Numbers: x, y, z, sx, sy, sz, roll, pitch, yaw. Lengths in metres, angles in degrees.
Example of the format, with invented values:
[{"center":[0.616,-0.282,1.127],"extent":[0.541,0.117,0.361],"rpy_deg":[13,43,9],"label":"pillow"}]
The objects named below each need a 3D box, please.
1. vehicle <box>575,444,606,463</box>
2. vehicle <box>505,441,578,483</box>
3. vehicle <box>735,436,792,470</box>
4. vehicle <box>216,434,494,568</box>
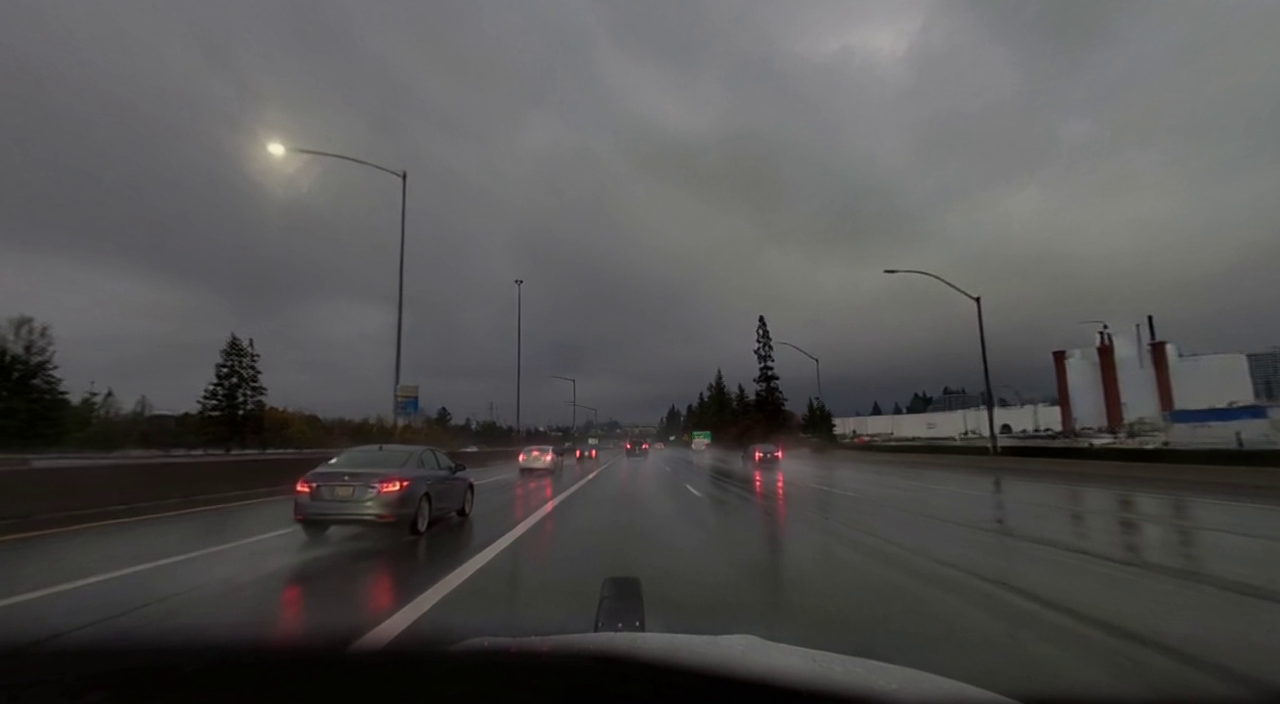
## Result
[{"center":[-3.867,7.985,49.772],"extent":[2.078,1.464,4.093],"rpy_deg":[0,-9,0],"label":"vehicle"},{"center":[-3.719,4.272,24.757],"extent":[2.047,1.469,4.614],"rpy_deg":[0,-9,1],"label":"vehicle"},{"center":[6.833,5.632,35.439],"extent":[2.147,1.769,4.666],"rpy_deg":[0,-9,-1],"label":"vehicle"},{"center":[-3.586,1.939,9.026],"extent":[1.959,1.433,4.291],"rpy_deg":[0,-9,0],"label":"vehicle"}]
